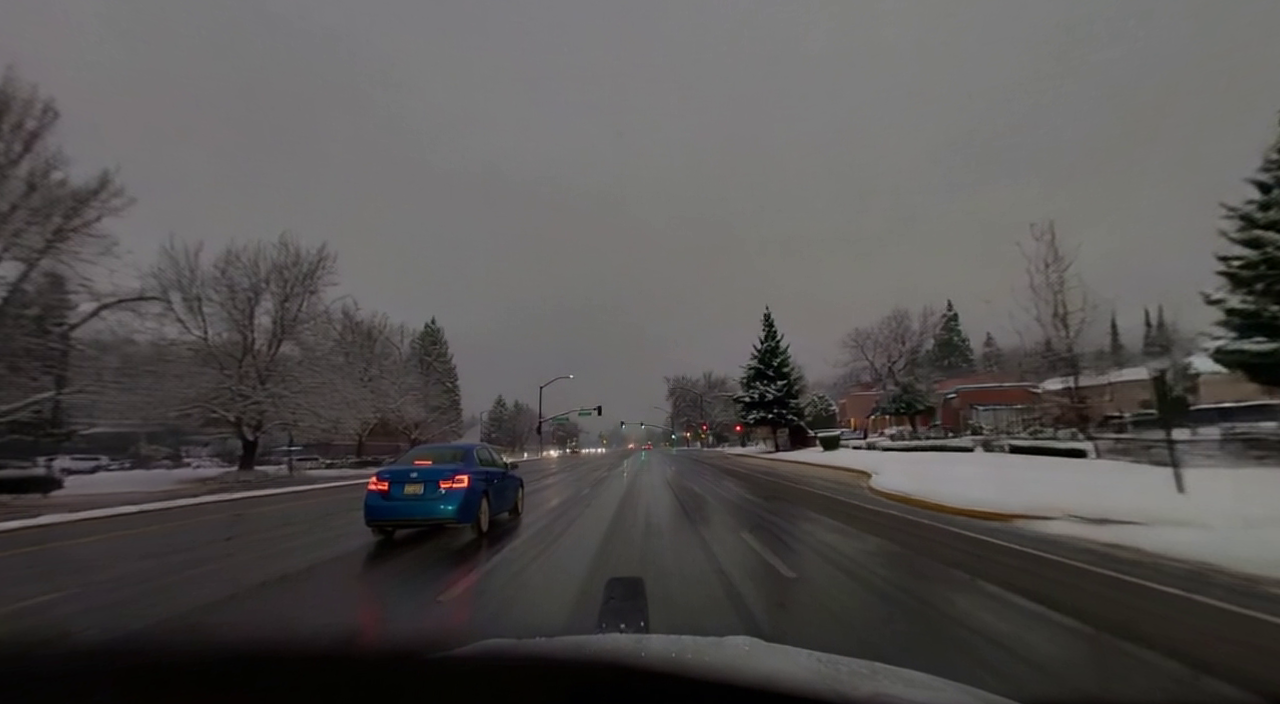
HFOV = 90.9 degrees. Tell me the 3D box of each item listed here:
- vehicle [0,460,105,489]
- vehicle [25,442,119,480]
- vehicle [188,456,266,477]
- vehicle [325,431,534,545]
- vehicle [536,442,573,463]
[{"bbox_3d":[-31.078,6.371,32.840,4.737,1.375,1.926,0,-8,4],"label":"vehicle"},{"bbox_3d":[-43.932,8.388,48.962,2.334,2.713,5.251,0,-7,0],"label":"vehicle"},{"bbox_3d":[-30.693,8.514,46.931,4.424,1.535,1.948,0,-9,0],"label":"vehicle"},{"bbox_3d":[-3.163,2.130,10.590,1.924,1.480,4.421,0,-8,1],"label":"vehicle"},{"bbox_3d":[-6.356,7.535,47.335,2.027,1.501,4.707,0,-8,1],"label":"vehicle"}]
